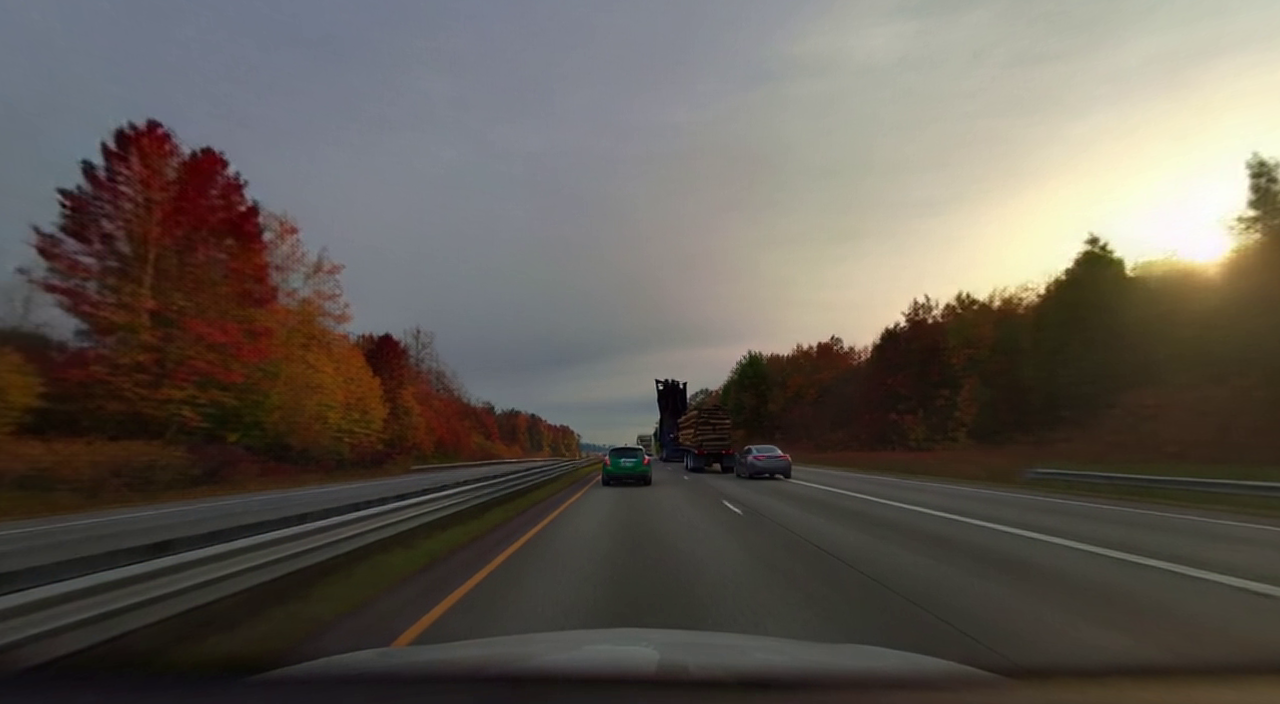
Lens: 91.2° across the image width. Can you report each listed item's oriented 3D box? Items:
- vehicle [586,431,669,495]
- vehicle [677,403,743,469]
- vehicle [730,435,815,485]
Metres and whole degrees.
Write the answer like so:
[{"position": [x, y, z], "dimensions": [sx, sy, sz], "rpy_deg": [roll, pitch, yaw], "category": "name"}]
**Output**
[{"position": [-0.360, 3.351, 19.199], "dimensions": [2.263, 1.699, 3.936], "rpy_deg": [0, -9, 0], "category": "vehicle"}, {"position": [4.446, 5.638, 41.695], "dimensions": [3.125, 3.895, 8.461], "rpy_deg": [0, -9, -2], "category": "vehicle"}, {"position": [4.767, 3.966, 23.304], "dimensions": [2.057, 1.660, 4.525], "rpy_deg": [0, -9, -1], "category": "vehicle"}]
